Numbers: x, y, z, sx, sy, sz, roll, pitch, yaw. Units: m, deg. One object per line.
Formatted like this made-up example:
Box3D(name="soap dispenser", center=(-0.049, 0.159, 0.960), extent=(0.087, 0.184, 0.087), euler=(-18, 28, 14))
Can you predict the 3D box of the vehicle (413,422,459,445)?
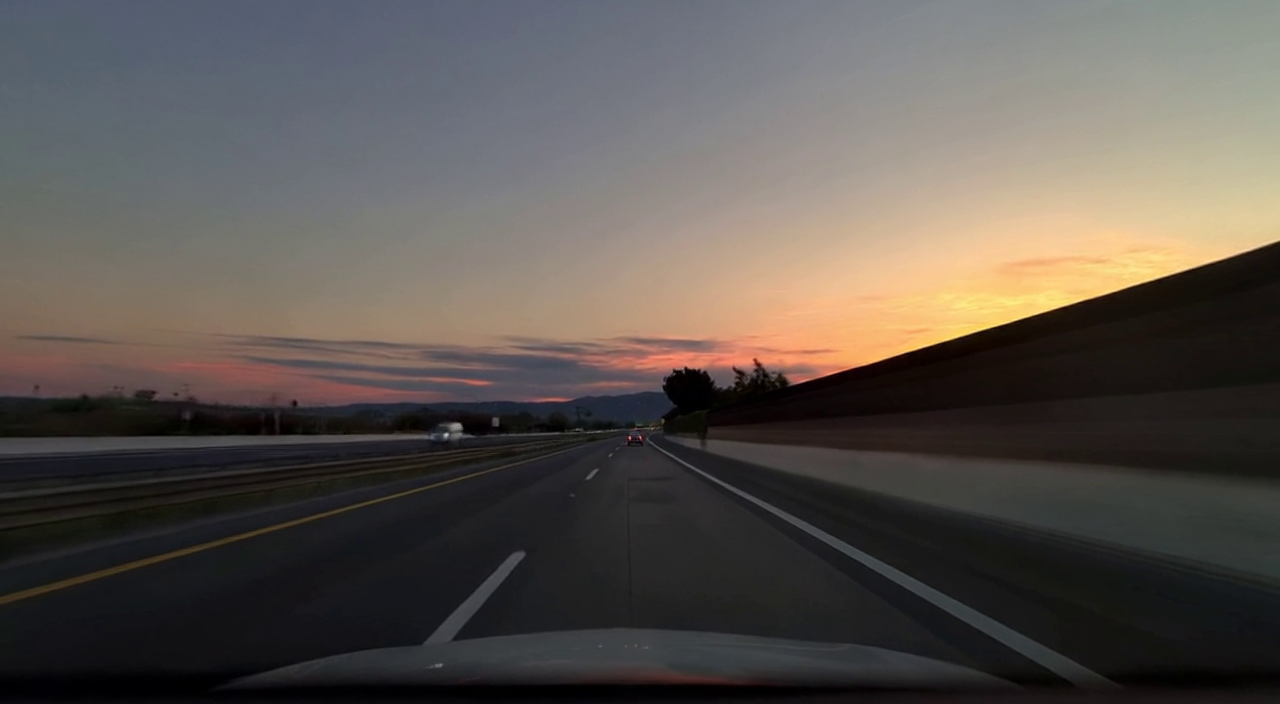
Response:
Box3D(name="vehicle", center=(-15.797, 6.367, 48.921), extent=(1.969, 1.645, 4.421), euler=(1, -8, 2))
